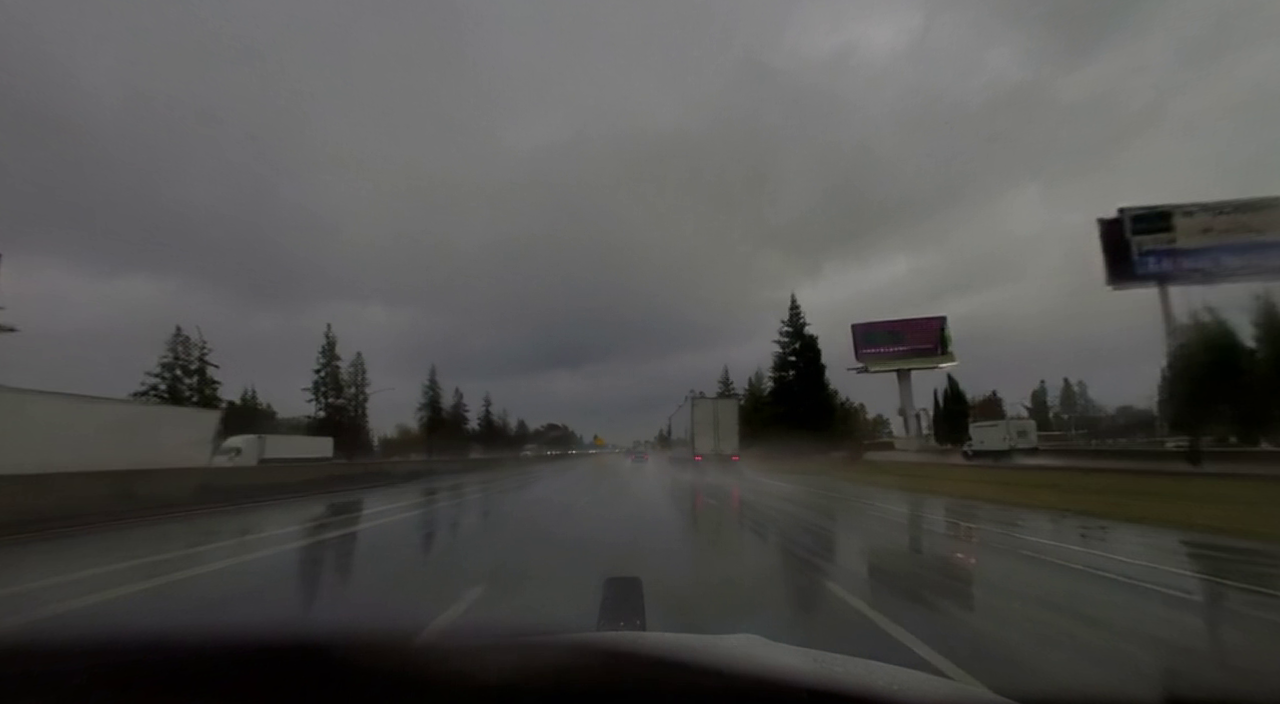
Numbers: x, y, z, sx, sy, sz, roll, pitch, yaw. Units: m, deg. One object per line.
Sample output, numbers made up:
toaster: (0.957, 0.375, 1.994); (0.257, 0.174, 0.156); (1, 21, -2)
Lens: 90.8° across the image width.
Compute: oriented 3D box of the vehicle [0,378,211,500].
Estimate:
vehicle: (-20.529, 2.883, 20.744); (3.568, 3.525, 13.475); (0, -9, -1)

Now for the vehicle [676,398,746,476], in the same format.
vehicle: (4.329, 5.686, 41.388); (3.058, 4.312, 12.251); (0, -9, 0)
